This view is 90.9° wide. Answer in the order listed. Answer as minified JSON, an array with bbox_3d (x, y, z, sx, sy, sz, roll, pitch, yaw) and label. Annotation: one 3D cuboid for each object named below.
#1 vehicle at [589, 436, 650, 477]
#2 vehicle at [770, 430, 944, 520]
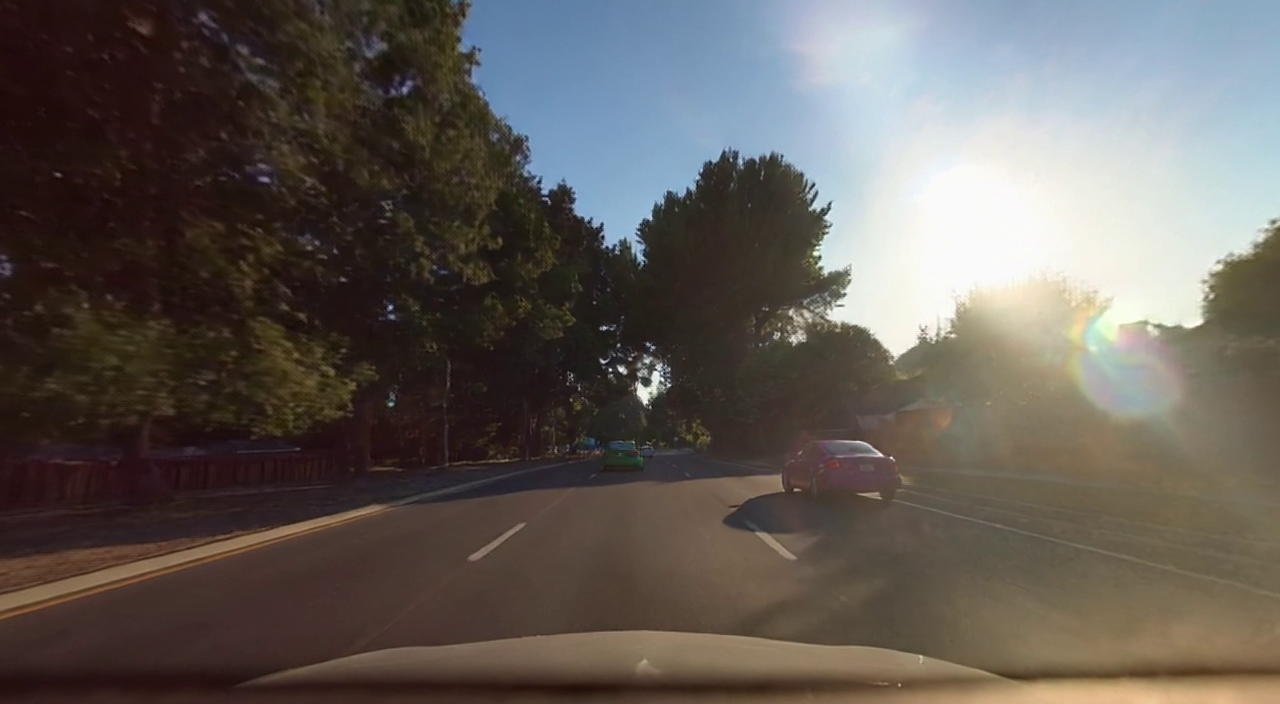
[{"bbox_3d":[-0.779,4.372,26.854,2.206,1.525,4.695,-1,-8,2],"label":"vehicle"},{"bbox_3d":[4.151,2.392,12.989,1.943,1.471,4.515,-1,-8,0],"label":"vehicle"}]
